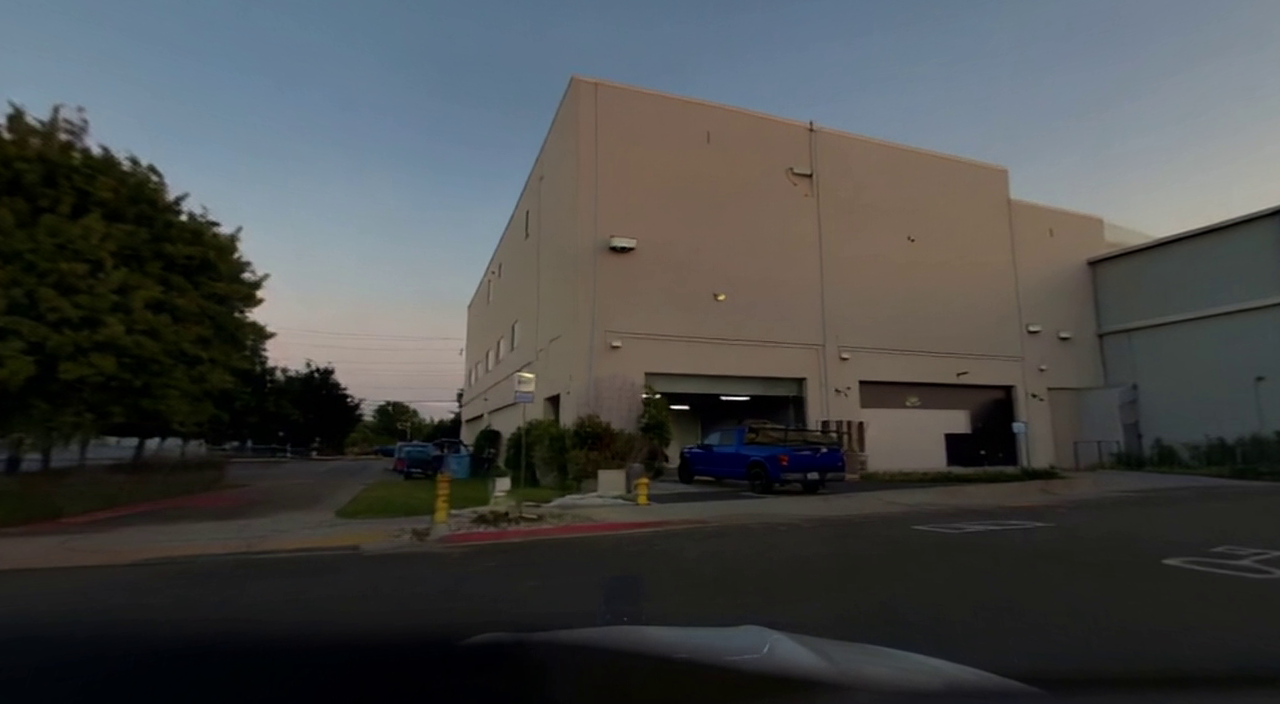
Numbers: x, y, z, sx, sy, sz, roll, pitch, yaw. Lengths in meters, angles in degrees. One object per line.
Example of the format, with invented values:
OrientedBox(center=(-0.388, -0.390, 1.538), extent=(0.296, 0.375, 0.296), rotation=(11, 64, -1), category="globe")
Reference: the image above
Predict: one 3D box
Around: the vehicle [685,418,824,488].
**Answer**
OrientedBox(center=(5.412, 4.829, 29.737), extent=(6.271, 3.004, 2.298), rotation=(5, -11, -25), category="vehicle")

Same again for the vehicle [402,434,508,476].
OrientedBox(center=(-10.021, 5.548, 34.220), extent=(5.207, 2.103, 1.997), rotation=(4, -9, -26), category="vehicle")
